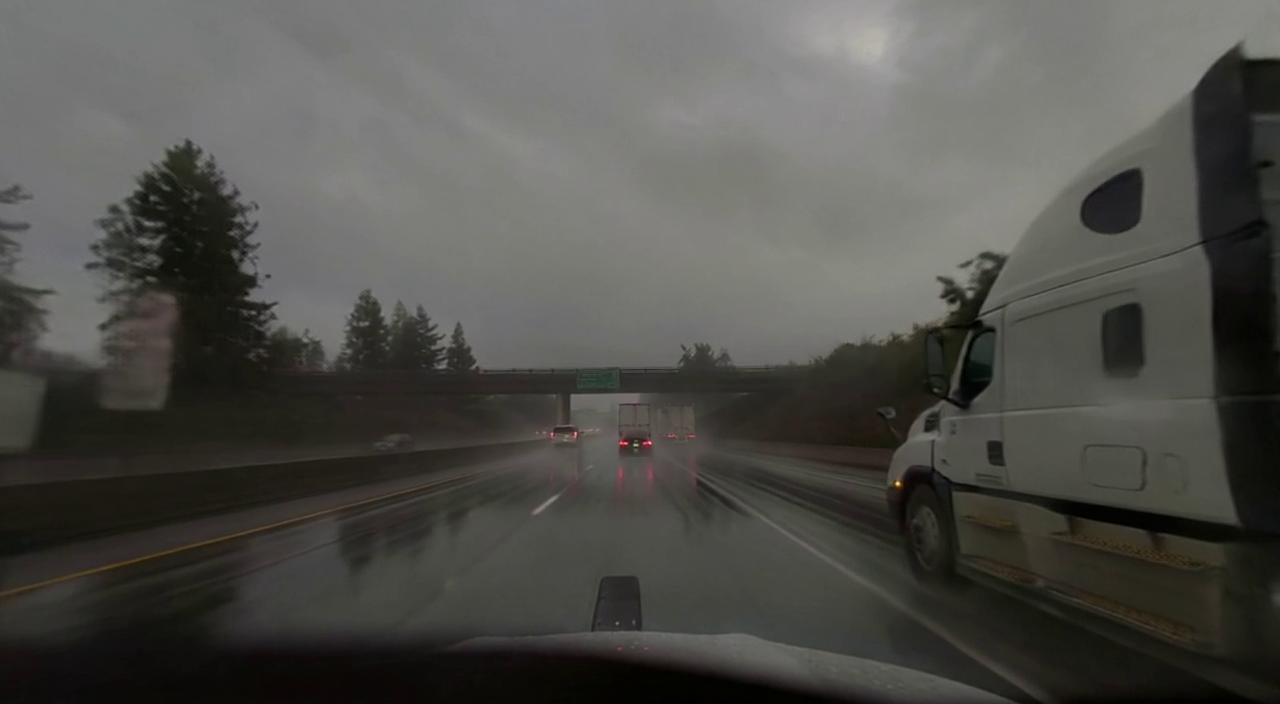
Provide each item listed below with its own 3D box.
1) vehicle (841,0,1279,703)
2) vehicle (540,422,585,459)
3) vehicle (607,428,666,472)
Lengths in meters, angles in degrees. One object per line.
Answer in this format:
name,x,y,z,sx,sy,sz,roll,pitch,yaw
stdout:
vehicle,3.738,-0.008,3.048,2.783,3.483,7.836,0,-8,-1
vehicle,-4.395,5.069,36.326,2.013,1.961,4.692,0,-8,0
vehicle,-0.179,3.658,23.776,2.059,1.522,3.693,0,-8,-1
